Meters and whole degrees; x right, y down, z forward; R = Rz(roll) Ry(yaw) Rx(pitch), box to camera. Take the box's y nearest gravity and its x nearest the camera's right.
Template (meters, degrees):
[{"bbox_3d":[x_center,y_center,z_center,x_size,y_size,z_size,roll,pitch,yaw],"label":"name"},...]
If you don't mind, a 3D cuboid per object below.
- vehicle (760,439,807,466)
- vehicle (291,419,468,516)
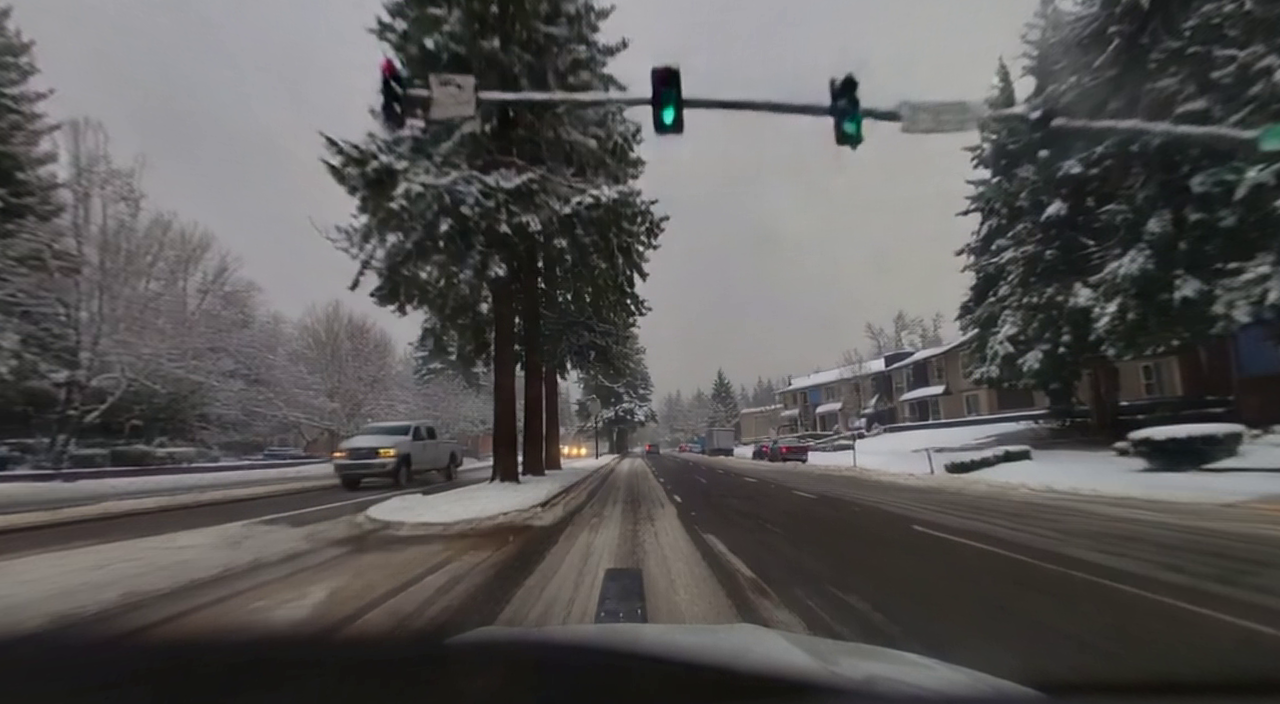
[{"bbox_3d":[10.069,7.106,44.837,2.043,1.761,5.022,0,-8,-1],"label":"vehicle"},{"bbox_3d":[-5.467,2.491,14.038,2.098,1.789,4.338,0,-9,-1],"label":"vehicle"}]
